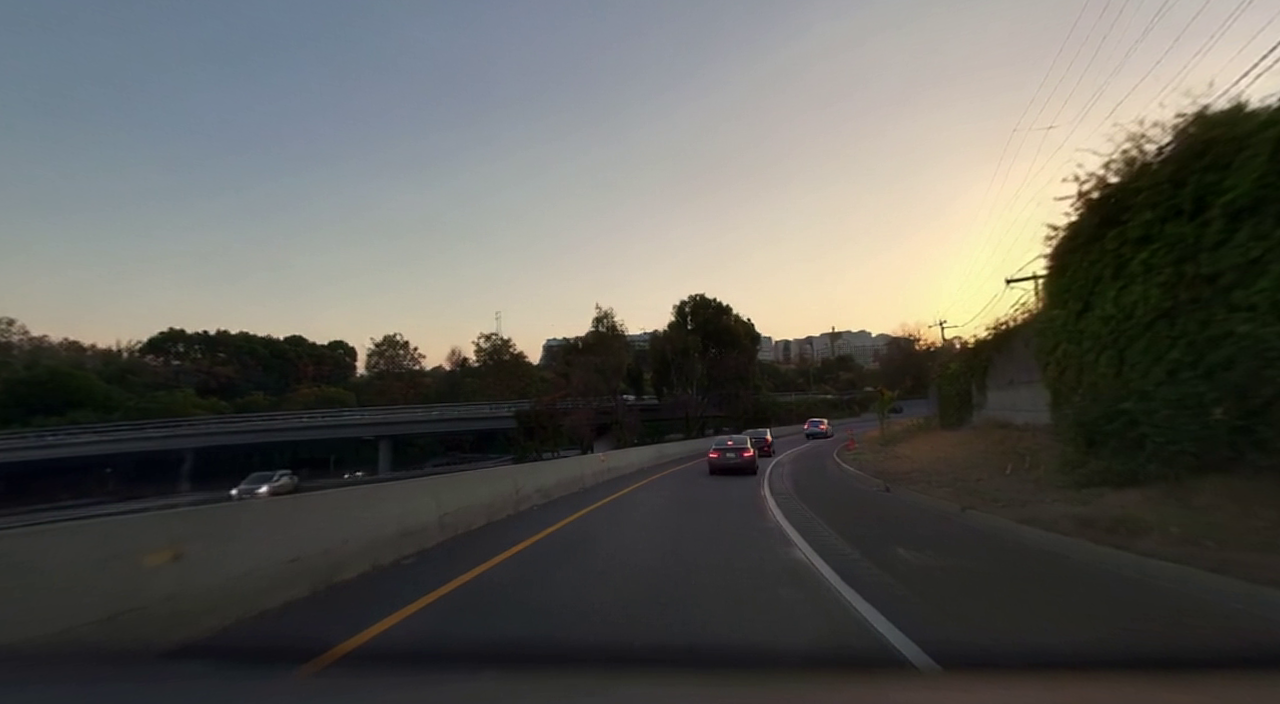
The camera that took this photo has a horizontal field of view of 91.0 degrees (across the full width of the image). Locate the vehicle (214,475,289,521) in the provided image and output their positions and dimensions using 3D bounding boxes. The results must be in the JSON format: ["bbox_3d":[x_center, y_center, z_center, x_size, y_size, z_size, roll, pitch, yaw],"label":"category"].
[{"bbox_3d":[-15.725,5.875,25.679,1.879,1.449,4.002,3,-9,-22],"label":"vehicle"}]

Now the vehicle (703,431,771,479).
[{"bbox_3d":[3.493,3.573,22.093,2.091,1.482,4.321,-2,-9,11],"label":"vehicle"}]

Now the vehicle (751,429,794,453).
[{"bbox_3d":[8.561,5.728,40.433,2.078,1.474,4.165,-3,-9,20],"label":"vehicle"}]
